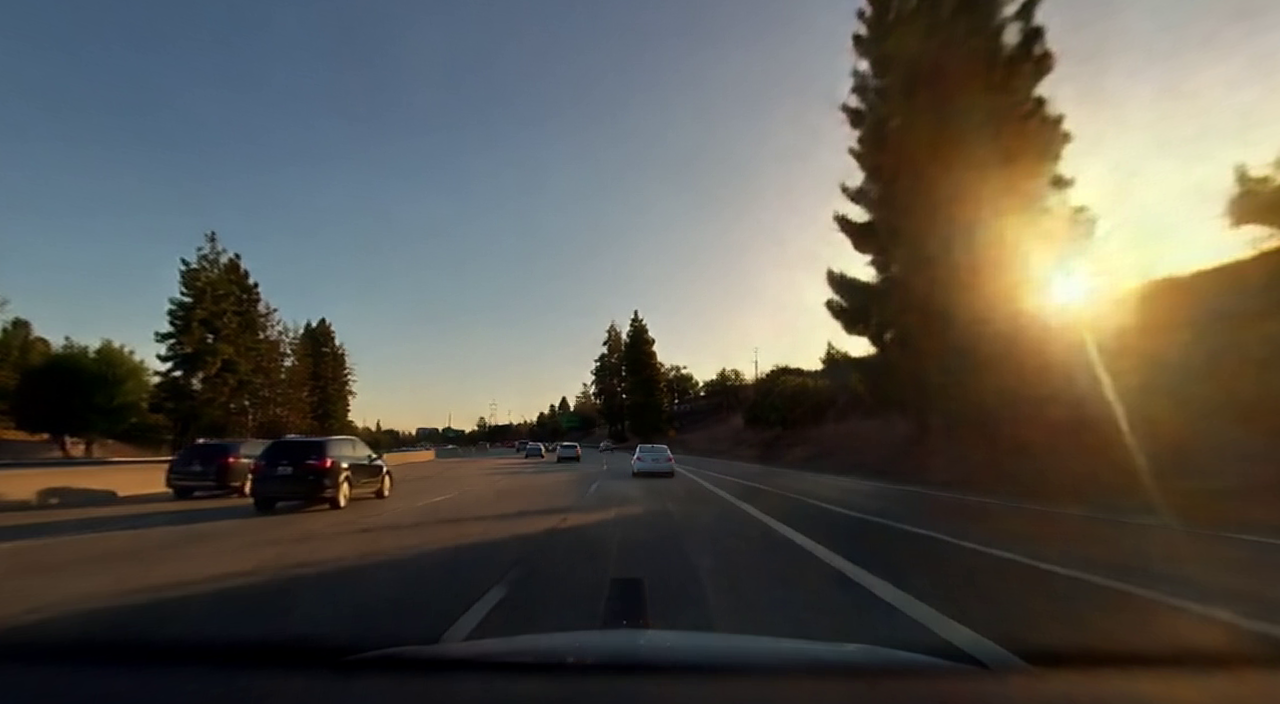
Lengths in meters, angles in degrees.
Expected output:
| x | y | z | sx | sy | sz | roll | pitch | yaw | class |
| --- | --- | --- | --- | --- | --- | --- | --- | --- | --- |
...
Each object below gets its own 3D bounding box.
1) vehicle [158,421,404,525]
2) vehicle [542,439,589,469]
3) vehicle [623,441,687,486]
| x | y | z | sx | sy | sz | roll | pitch | yaw | class |
| --- | --- | --- | --- | --- | --- | --- | --- | --- | --- |
| -6.763 | 2.336 | 12.710 | 2.221 | 1.693 | 4.631 | 0 | -9 | 0 | vehicle |
| -4.110 | 5.755 | 35.740 | 2.246 | 1.519 | 4.980 | 0 | -9 | -2 | vehicle |
| 0.438 | 3.867 | 22.173 | 2.051 | 1.444 | 3.927 | 0 | -9 | -1 | vehicle |
